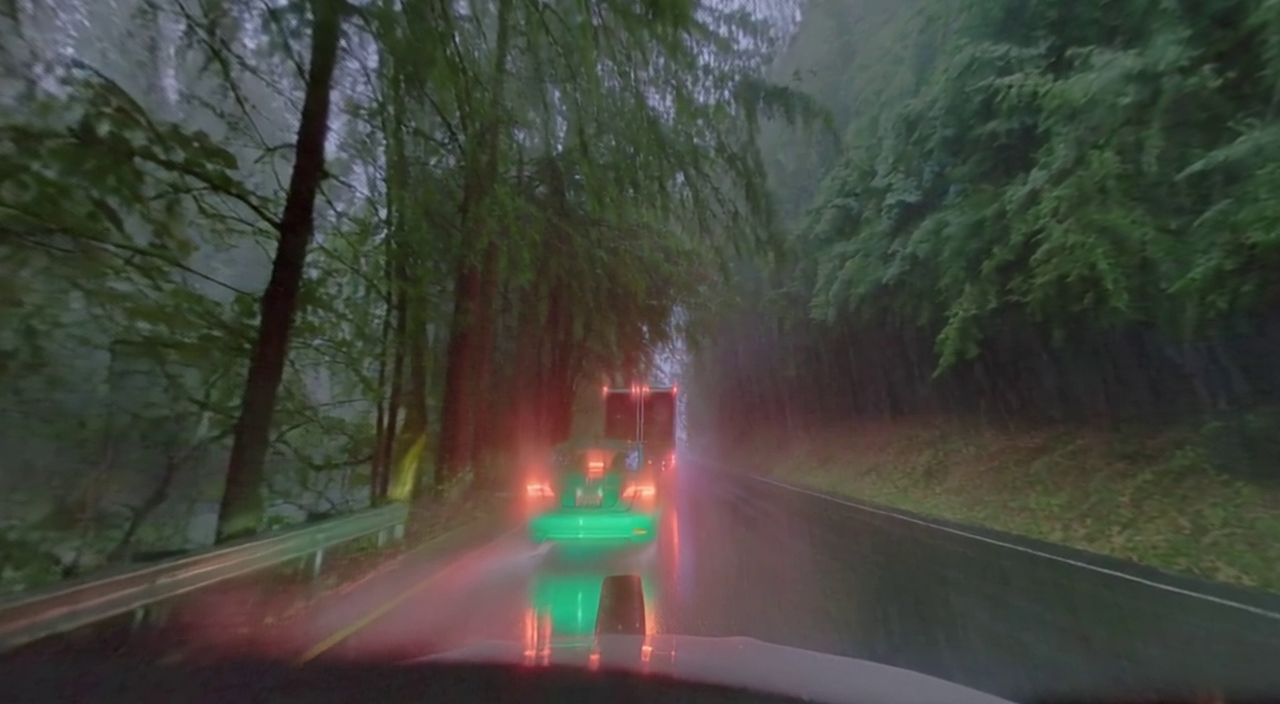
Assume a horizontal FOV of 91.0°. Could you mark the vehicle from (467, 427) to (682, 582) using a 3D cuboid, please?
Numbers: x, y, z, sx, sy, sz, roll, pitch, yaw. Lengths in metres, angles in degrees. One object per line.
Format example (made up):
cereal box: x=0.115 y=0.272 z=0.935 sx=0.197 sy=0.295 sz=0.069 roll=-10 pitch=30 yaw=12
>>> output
vehicle: x=-0.625 y=1.795 z=8.213 sx=2.076 sy=1.490 sz=4.078 roll=0 pitch=-9 yaw=0
